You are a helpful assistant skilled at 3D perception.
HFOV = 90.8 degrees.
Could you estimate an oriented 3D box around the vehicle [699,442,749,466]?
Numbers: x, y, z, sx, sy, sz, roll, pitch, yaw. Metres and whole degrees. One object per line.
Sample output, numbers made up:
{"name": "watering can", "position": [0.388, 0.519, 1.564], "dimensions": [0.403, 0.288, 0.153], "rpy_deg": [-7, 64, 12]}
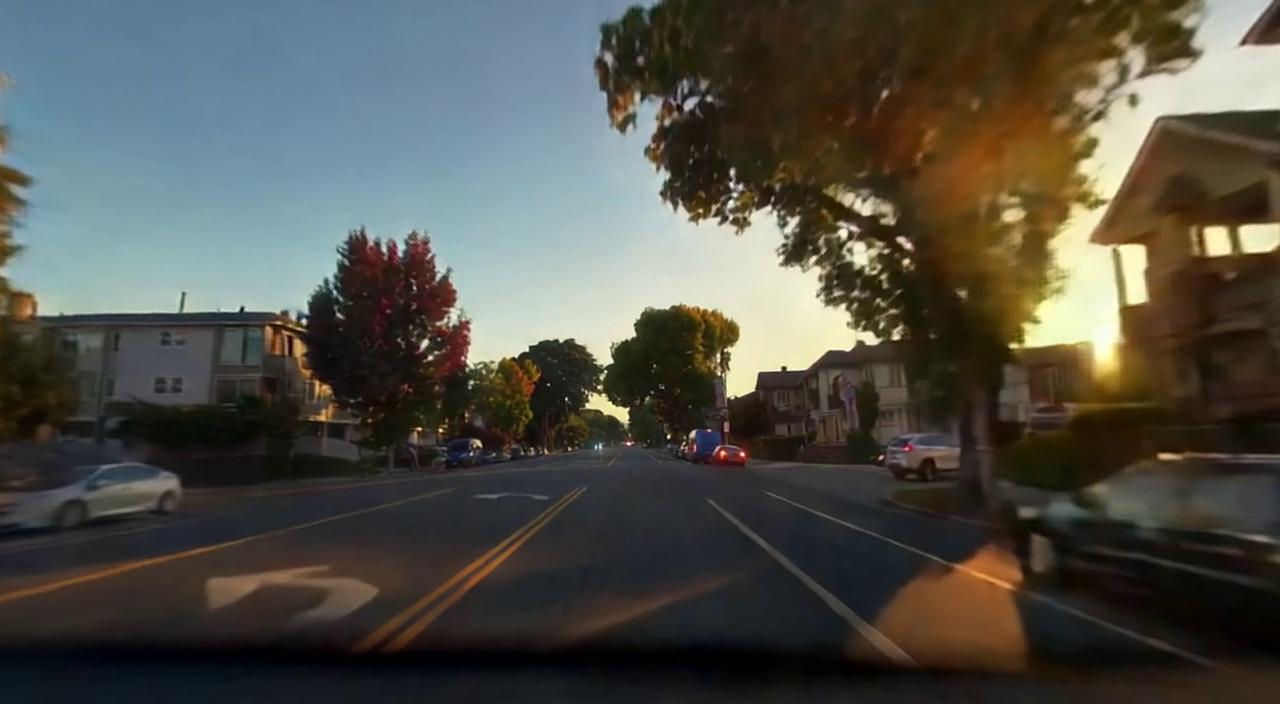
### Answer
{"name": "vehicle", "position": [5.338, 6.535, 40.758], "dimensions": [1.848, 1.468, 4.332], "rpy_deg": [2, -9, -12]}

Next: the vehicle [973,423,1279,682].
{"name": "vehicle", "position": [4.884, 1.341, 4.677], "dimensions": [2.059, 1.546, 4.985], "rpy_deg": [0, -8, -1]}

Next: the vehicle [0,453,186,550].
{"name": "vehicle", "position": [-12.408, 3.094, 13.687], "dimensions": [1.920, 1.629, 4.599], "rpy_deg": [-2, -8, -3]}

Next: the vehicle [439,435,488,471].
{"name": "vehicle", "position": [-12.912, 7.397, 46.570], "dimensions": [2.164, 2.386, 5.460], "rpy_deg": [-2, -7, -1]}

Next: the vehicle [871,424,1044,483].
{"name": "vehicle", "position": [12.038, 3.801, 24.076], "dimensions": [5.666, 1.871, 2.216], "rpy_deg": [0, -8, -14]}

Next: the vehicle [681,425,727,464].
{"name": "vehicle", "position": [4.599, 6.799, 46.286], "dimensions": [2.414, 2.670, 5.833], "rpy_deg": [1, -8, -4]}
